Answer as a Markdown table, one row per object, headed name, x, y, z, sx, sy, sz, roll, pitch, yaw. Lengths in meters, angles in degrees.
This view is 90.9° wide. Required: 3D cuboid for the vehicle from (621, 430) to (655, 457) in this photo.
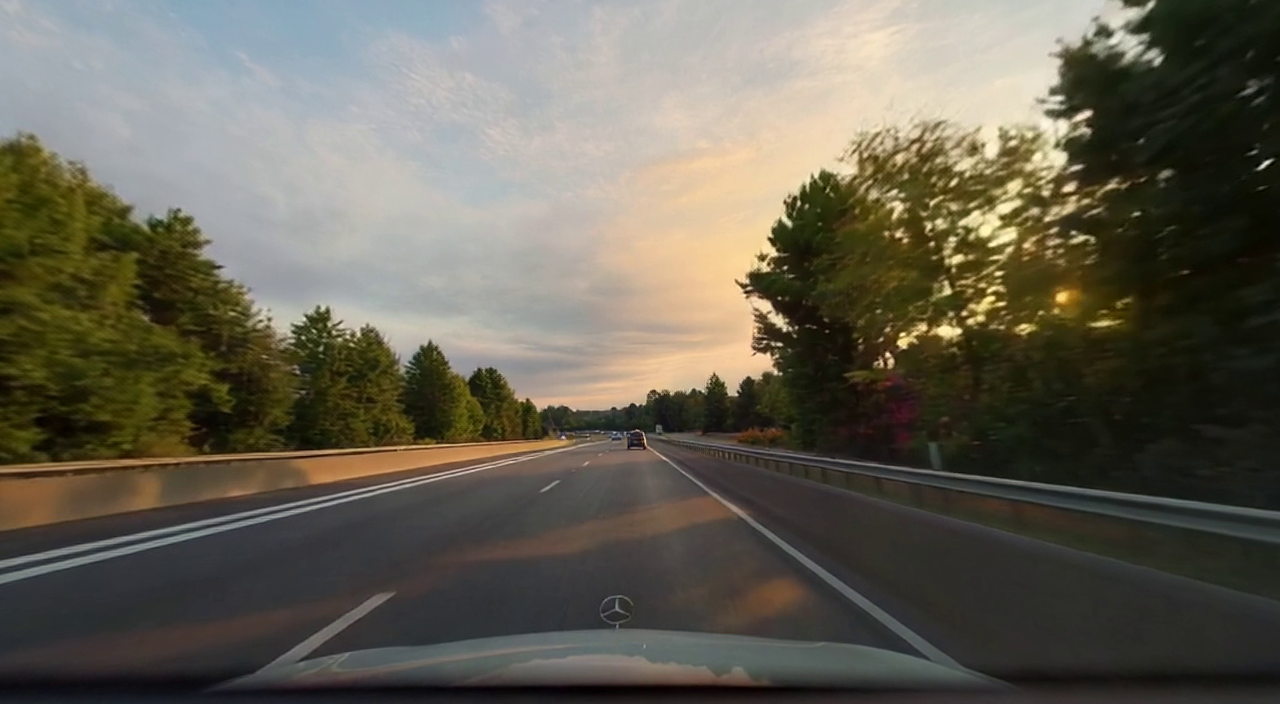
| name | x | y | z | sx | sy | sz | roll | pitch | yaw |
| --- | --- | --- | --- | --- | --- | --- | --- | --- | --- |
| vehicle | -0.141 | 5.997 | 41.373 | 2.134 | 1.654 | 4.174 | 0 | -8 | 0 |
